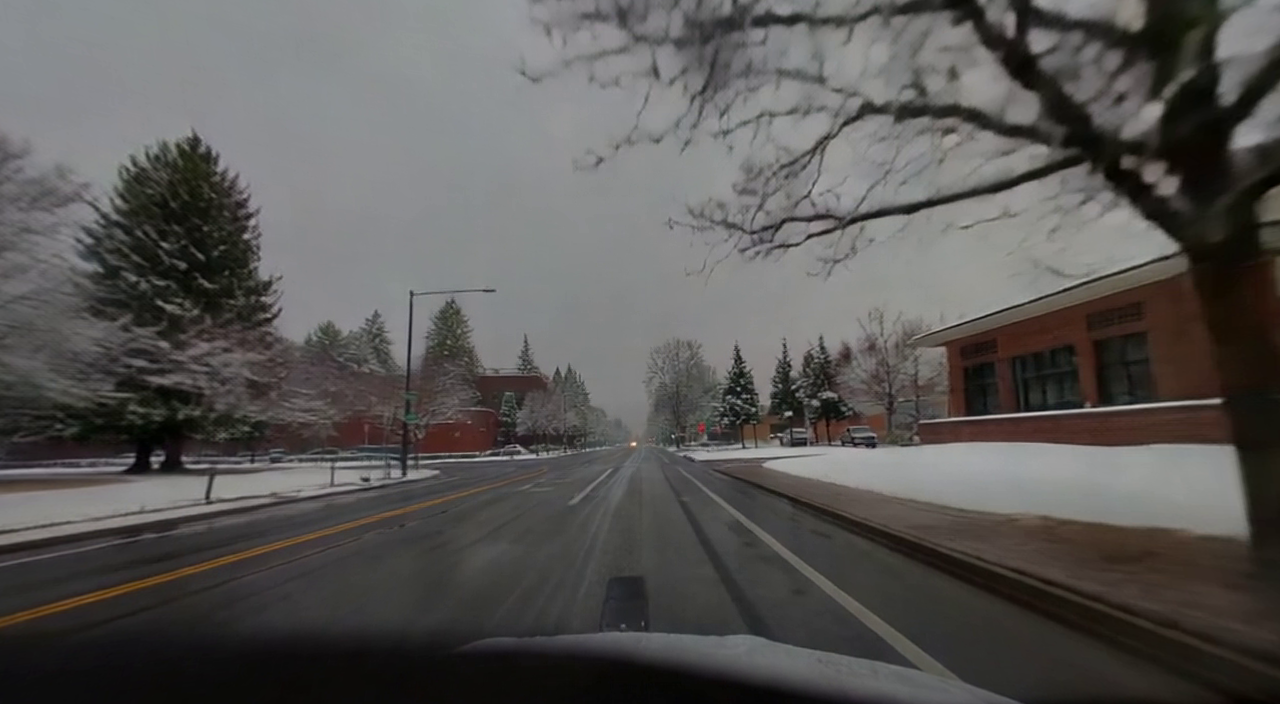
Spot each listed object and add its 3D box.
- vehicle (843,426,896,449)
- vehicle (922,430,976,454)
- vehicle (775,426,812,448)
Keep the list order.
[{"bbox_3d":[15.425,5.808,42.638,1.866,1.420,4.447,0,-8,0],"label":"vehicle"},{"bbox_3d":[20.809,6.068,42.537,1.766,1.560,3.695,0,-8,0],"label":"vehicle"},{"bbox_3d":[12.006,6.687,49.585,2.036,1.636,4.995,0,-8,5],"label":"vehicle"}]
